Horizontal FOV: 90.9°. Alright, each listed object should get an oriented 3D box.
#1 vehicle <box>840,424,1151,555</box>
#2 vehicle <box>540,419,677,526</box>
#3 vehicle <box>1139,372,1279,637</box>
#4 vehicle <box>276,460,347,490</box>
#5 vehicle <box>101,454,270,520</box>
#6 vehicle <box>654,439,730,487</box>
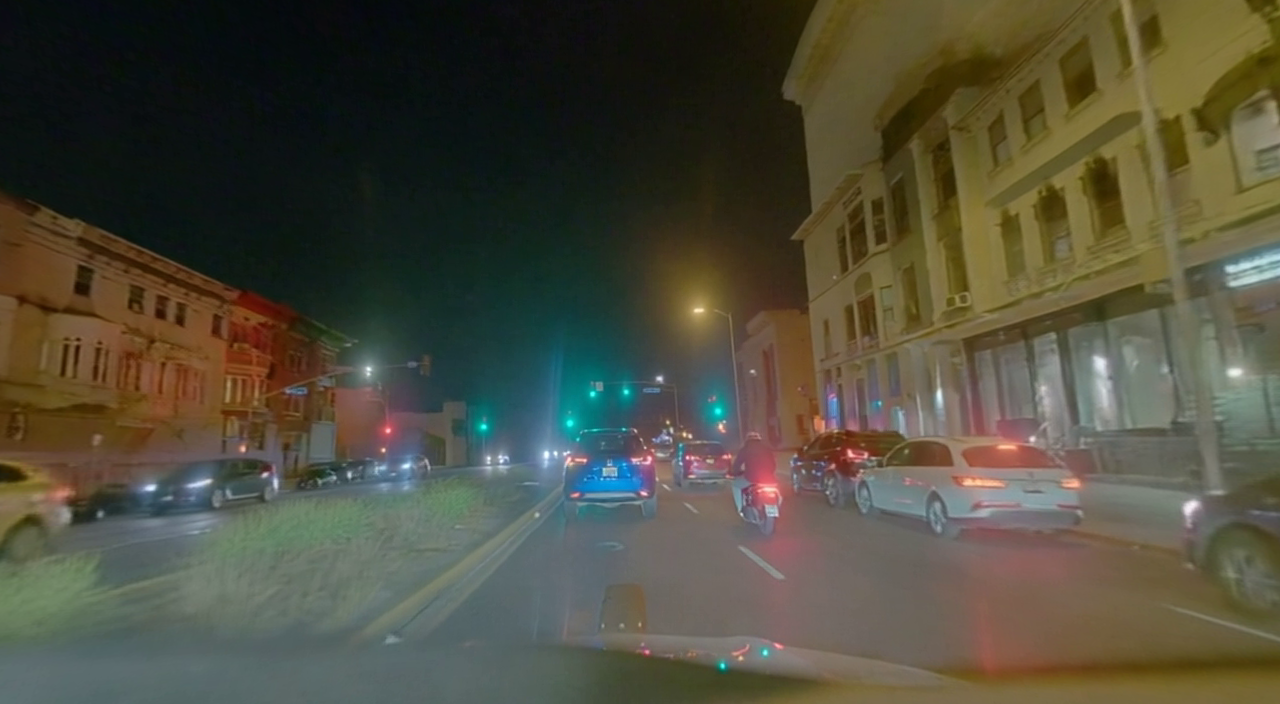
[{"bbox_3d":[4.954,1.970,9.808,2.012,1.532,4.565,0,-9,-3],"label":"vehicle"},{"bbox_3d":[-0.590,2.307,12.599,2.265,1.748,4.130,0,-9,-2],"label":"vehicle"},{"bbox_3d":[5.300,0.840,3.110,2.094,1.719,4.150,0,-9,-3],"label":"vehicle"},{"bbox_3d":[-19.294,7.225,37.292,2.038,1.607,4.348,1,-9,-3],"label":"vehicle"},{"bbox_3d":[-14.684,4.325,20.836,2.267,1.831,4.702,0,-9,-4],"label":"vehicle"},{"bbox_3d":[1.697,3.845,22.227,2.101,1.507,4.355,0,-9,-3],"label":"vehicle"}]
